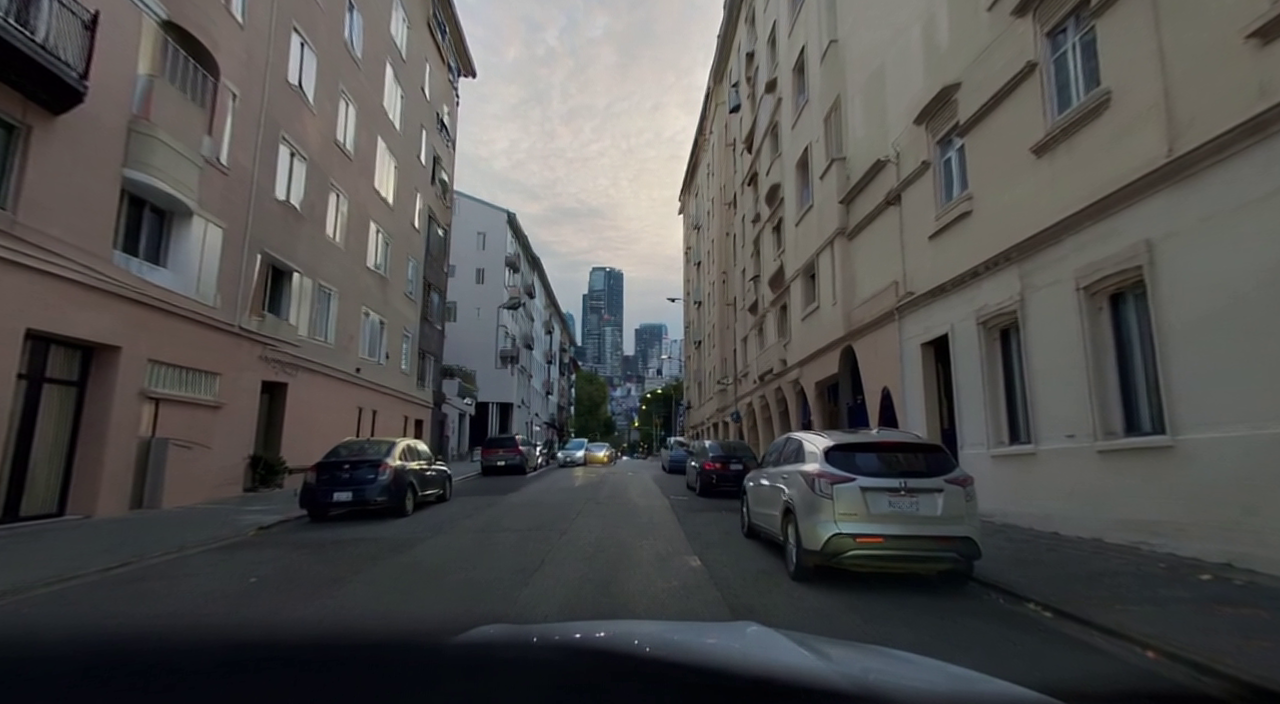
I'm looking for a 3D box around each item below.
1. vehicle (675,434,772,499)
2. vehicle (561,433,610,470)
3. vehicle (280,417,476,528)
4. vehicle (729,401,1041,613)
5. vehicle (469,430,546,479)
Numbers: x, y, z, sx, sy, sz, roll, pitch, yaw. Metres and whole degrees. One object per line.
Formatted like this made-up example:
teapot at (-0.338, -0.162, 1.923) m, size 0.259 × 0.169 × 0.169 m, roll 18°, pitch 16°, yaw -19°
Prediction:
vehicle at (1.998, 2.871, 16.337) m, size 1.786 × 1.447 × 4.314 m, roll 0°, pitch -8°, yaw -2°
vehicle at (-2.375, 4.414, 28.179) m, size 1.845 × 1.544 × 3.388 m, roll 0°, pitch -8°, yaw 0°
vehicle at (-4.549, 2.189, 11.800) m, size 1.883 × 1.499 × 4.426 m, roll 6°, pitch -10°, yaw -3°
vehicle at (2.245, 1.506, 7.073) m, size 1.839 × 1.678 × 3.918 m, roll 0°, pitch -8°, yaw -1°
vehicle at (-4.830, 3.809, 23.480) m, size 1.942 × 1.521 × 3.761 m, roll 5°, pitch -9°, yaw 0°
